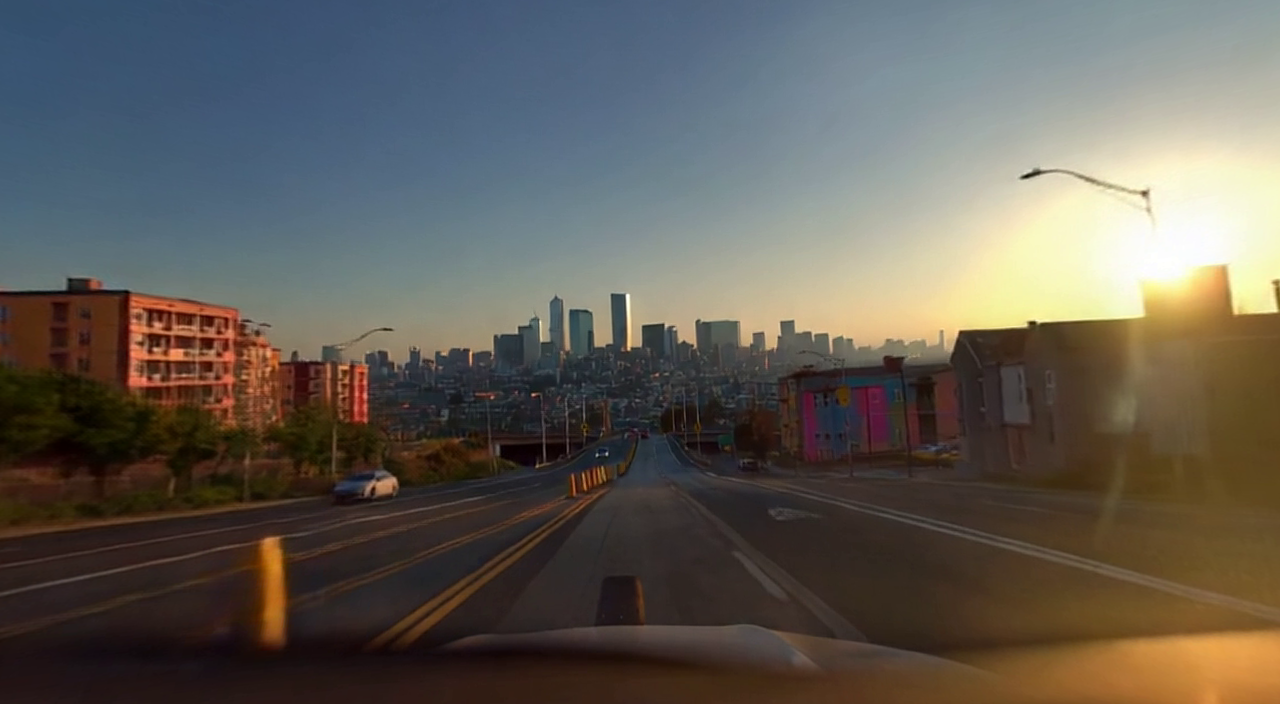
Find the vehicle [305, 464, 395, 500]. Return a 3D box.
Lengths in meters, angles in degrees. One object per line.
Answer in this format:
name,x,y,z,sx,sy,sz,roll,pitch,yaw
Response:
vehicle,-13.063,5.876,28.808,1.989,1.461,4.426,0,-10,0
